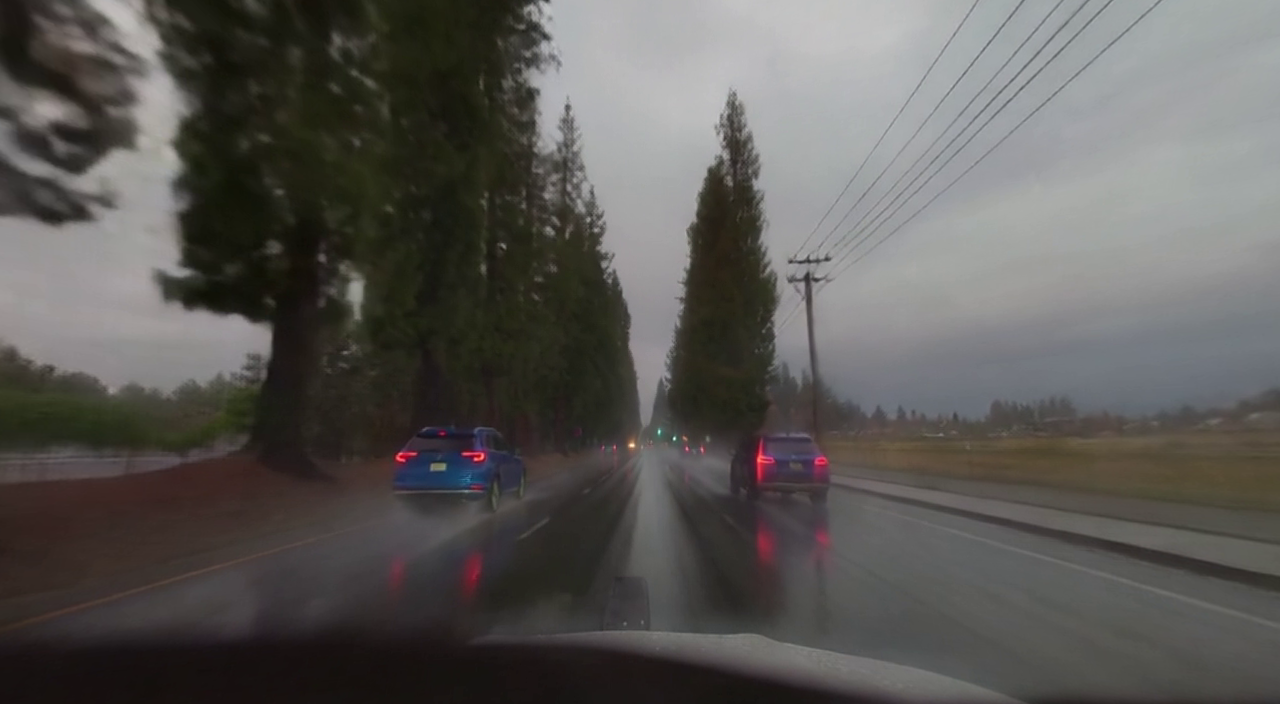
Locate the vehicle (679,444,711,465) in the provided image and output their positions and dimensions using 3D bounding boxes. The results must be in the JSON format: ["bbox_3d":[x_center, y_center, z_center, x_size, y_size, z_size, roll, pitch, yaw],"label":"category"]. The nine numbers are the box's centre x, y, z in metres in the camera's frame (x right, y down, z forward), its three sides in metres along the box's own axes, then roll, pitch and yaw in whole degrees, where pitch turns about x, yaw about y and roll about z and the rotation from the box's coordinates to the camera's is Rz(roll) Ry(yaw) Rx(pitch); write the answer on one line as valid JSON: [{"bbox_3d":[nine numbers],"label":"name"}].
[{"bbox_3d":[3.955,7.411,45.842,1.906,1.468,4.422,0,-8,0],"label":"vehicle"}]

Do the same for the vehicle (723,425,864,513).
[{"bbox_3d":[3.383,2.687,14.951,2.182,1.744,4.464,0,-8,-1],"label":"vehicle"}]

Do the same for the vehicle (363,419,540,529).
[{"bbox_3d":[-3.482,2.350,12.713,2.104,1.785,4.494,0,-8,1],"label":"vehicle"}]
